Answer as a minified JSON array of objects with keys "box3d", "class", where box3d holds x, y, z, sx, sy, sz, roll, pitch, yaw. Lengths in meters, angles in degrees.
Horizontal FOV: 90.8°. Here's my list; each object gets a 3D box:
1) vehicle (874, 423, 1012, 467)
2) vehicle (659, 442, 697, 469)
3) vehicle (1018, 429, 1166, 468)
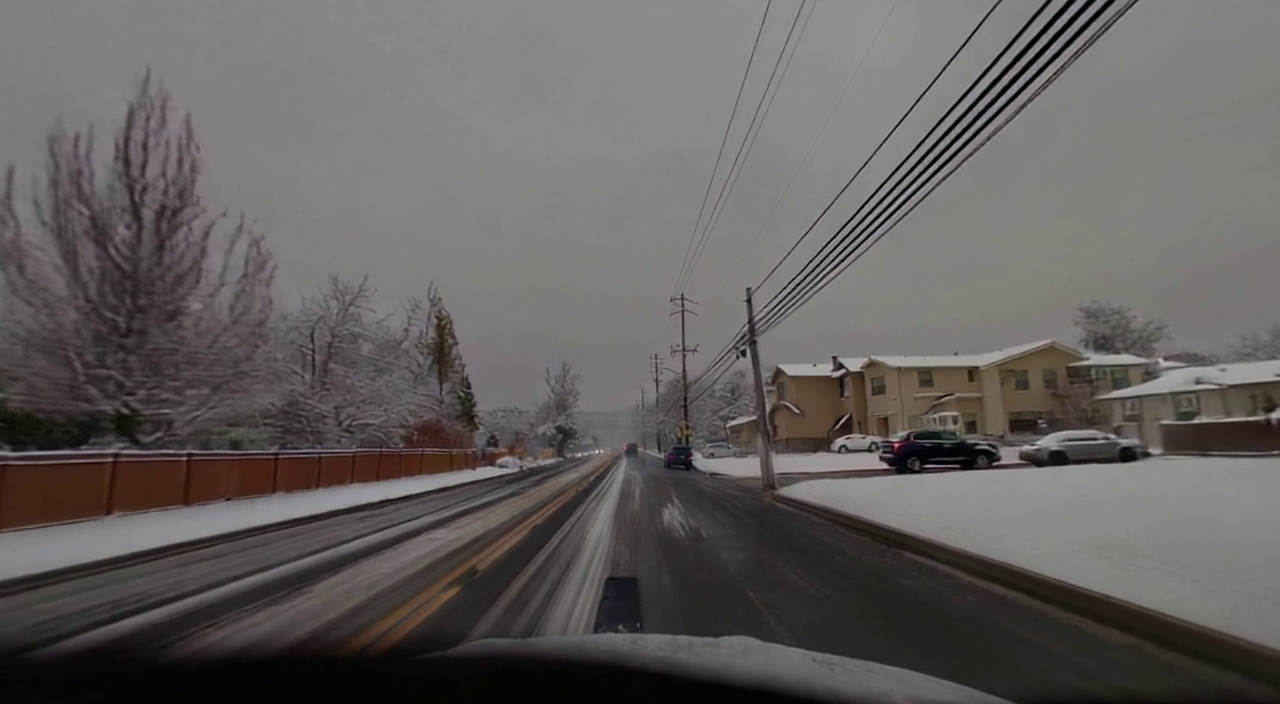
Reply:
[{"box3d":[12.596,3.905,26.553,4.701,1.745,2.083,-1,-9,2],"class":"vehicle"},{"box3d":[2.521,6.996,43.045,2.108,1.710,4.499,0,-9,-2],"class":"vehicle"},{"box3d":[18.788,4.032,26.464,4.558,1.554,1.990,-1,-9,4],"class":"vehicle"}]
